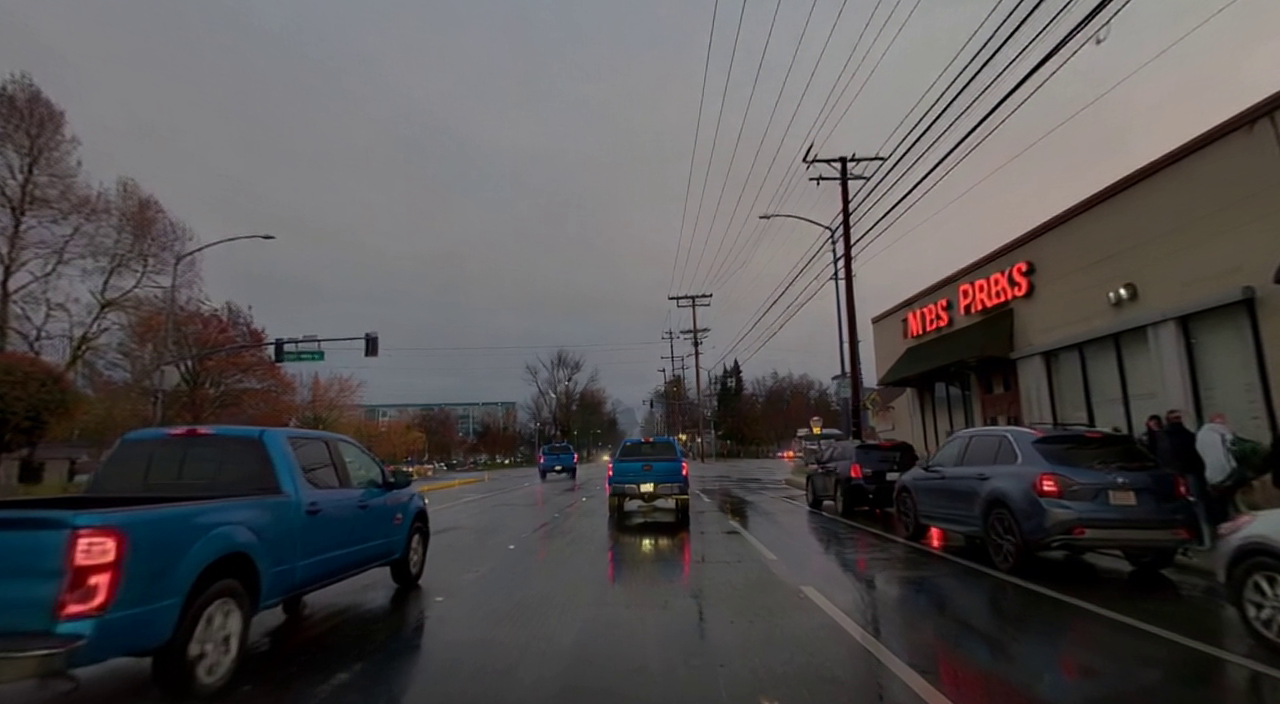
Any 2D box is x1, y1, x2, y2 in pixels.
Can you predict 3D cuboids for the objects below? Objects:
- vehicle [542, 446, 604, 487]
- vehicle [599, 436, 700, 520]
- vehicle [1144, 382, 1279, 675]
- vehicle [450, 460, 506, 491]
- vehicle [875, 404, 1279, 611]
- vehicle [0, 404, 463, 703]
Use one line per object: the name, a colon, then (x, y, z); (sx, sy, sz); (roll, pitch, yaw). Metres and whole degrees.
vehicle: (-3.135, 5.530, 30.811); (2.140, 1.768, 5.092); (0, -9, 4)
vehicle: (0.374, 2.957, 15.433); (2.089, 1.699, 4.650); (0, -9, 4)
vehicle: (4.884, 0.875, 2.490); (2.014, 1.755, 4.520); (0, -9, 0)
vehicle: (-9.172, 6.988, 35.967); (1.918, 1.522, 4.486); (0, -9, 1)
vehicle: (4.921, 1.733, 8.016); (2.007, 1.786, 4.870); (0, -9, 0)
vehicle: (-3.145, 1.342, 4.935); (1.995, 1.554, 4.618); (0, -9, 2)
